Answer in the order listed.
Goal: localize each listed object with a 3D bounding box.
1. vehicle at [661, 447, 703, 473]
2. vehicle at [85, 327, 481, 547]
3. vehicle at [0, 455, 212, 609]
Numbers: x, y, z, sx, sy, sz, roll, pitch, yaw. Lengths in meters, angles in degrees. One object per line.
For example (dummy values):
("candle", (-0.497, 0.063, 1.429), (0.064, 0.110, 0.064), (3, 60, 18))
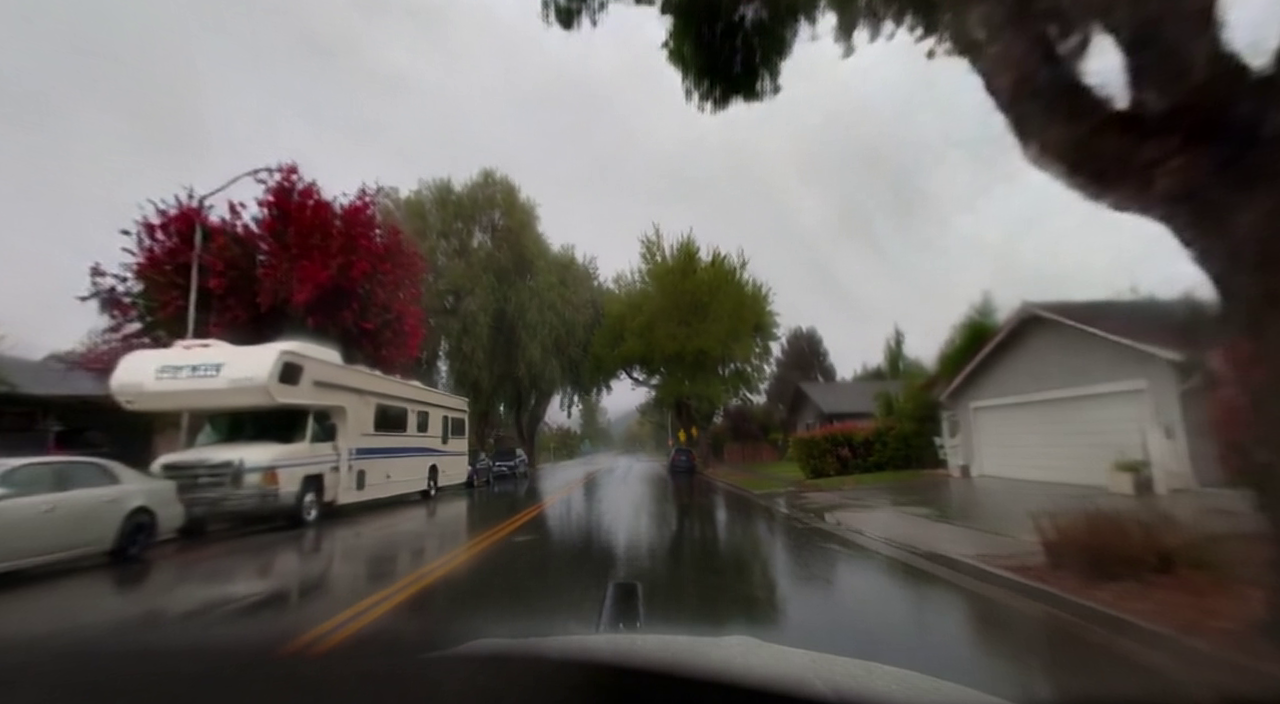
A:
("vehicle", (2.554, 6.713, 39.511), (2.167, 1.479, 4.597), (0, -8, -2))
("vehicle", (-7.114, 2.314, 15.963), (3.103, 3.479, 11.801), (0, -10, 0))
("vehicle", (-7.236, 1.892, 6.915), (1.932, 1.438, 4.552), (0, -8, 0))
